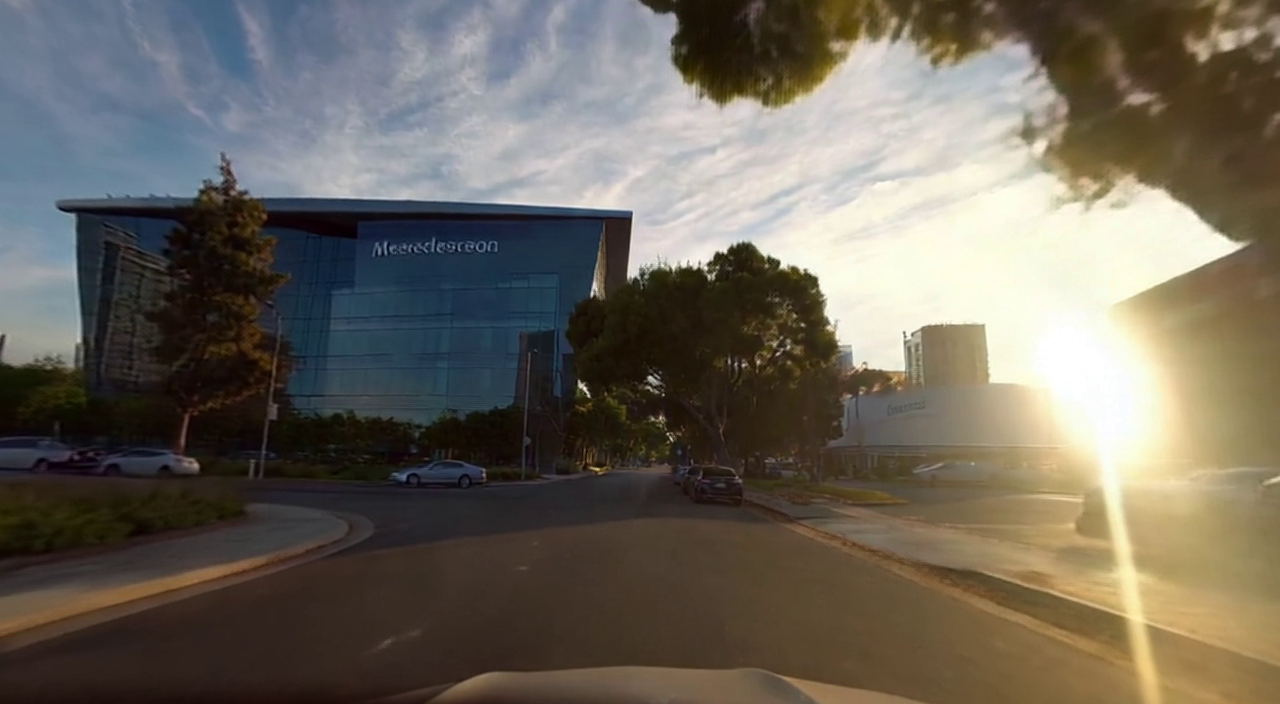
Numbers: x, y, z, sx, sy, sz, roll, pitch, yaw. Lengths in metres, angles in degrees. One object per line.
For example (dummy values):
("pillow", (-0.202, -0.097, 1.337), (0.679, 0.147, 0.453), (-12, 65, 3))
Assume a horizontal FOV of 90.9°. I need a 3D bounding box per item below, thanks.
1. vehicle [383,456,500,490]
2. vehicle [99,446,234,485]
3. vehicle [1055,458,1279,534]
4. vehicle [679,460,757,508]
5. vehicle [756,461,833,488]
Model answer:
("vehicle", (-9.262, 5.699, 29.629), (4.770, 1.448, 1.983), (9, -14, -38))
("vehicle", (-20.079, 4.849, 26.868), (4.118, 1.482, 1.889), (2, -11, -1))
("vehicle", (15.444, 4.179, 18.538), (4.824, 1.728, 2.246), (2, -11, 11))
("vehicle", (2.581, 4.507, 21.758), (2.073, 1.434, 3.899), (1, -11, -2))
("vehicle", (10.562, 8.439, 43.393), (4.782, 1.698, 1.882), (1, -11, -3))
